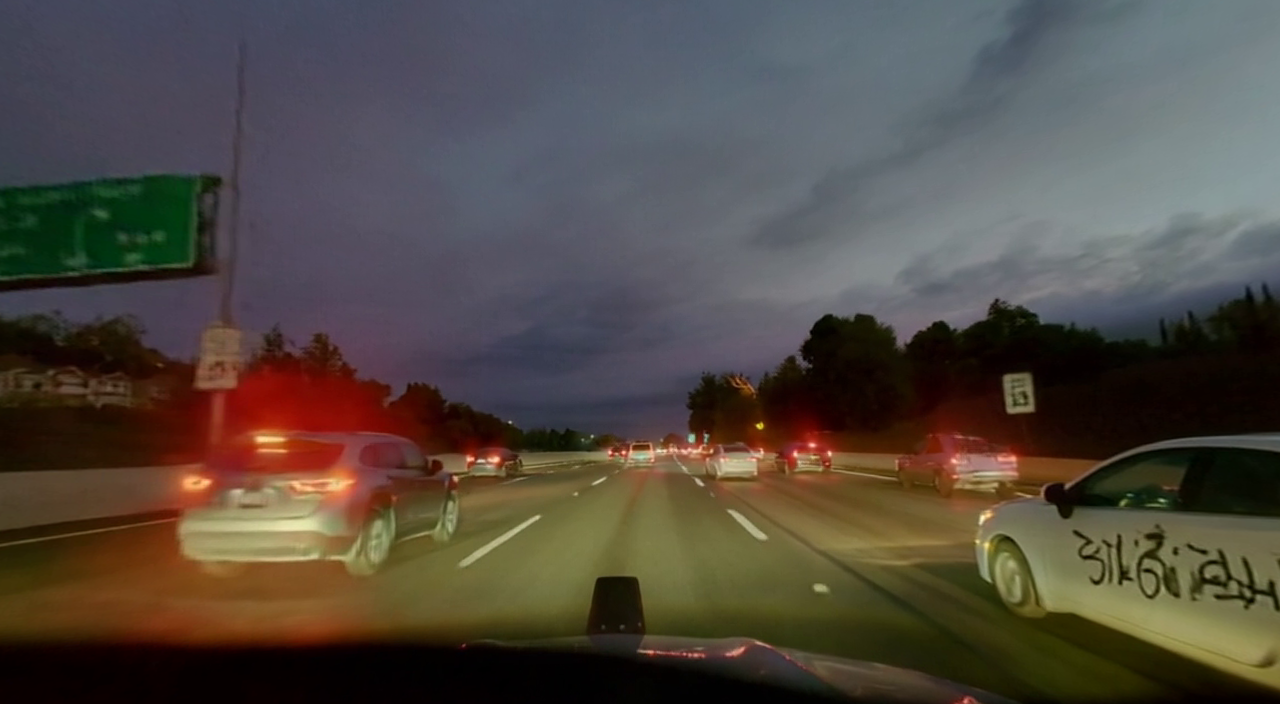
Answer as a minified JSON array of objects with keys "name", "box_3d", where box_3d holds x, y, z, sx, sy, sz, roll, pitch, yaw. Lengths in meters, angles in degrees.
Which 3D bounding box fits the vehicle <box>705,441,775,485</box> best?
[{"name":"vehicle","box_3d":[3.564,4.003,23.134,1.854,1.438,3.954,0,-8,-1]}]

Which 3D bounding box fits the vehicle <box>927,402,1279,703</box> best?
[{"name":"vehicle","box_3d":[3.724,1.145,3.877,1.912,1.509,4.291,0,-8,0]}]

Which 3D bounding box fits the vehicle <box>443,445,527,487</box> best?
[{"name":"vehicle","box_3d":[-6.057,4.471,25.200,2.050,1.507,4.375,-1,-8,3]}]

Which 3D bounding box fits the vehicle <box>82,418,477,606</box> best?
[{"name":"vehicle","box_3d":[-3.603,1.666,7.518,2.136,1.571,4.285,0,-8,0]}]

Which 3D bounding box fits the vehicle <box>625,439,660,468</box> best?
[{"name":"vehicle","box_3d":[0.140,6.651,41.404,2.183,1.764,4.134,0,-8,0]}]
